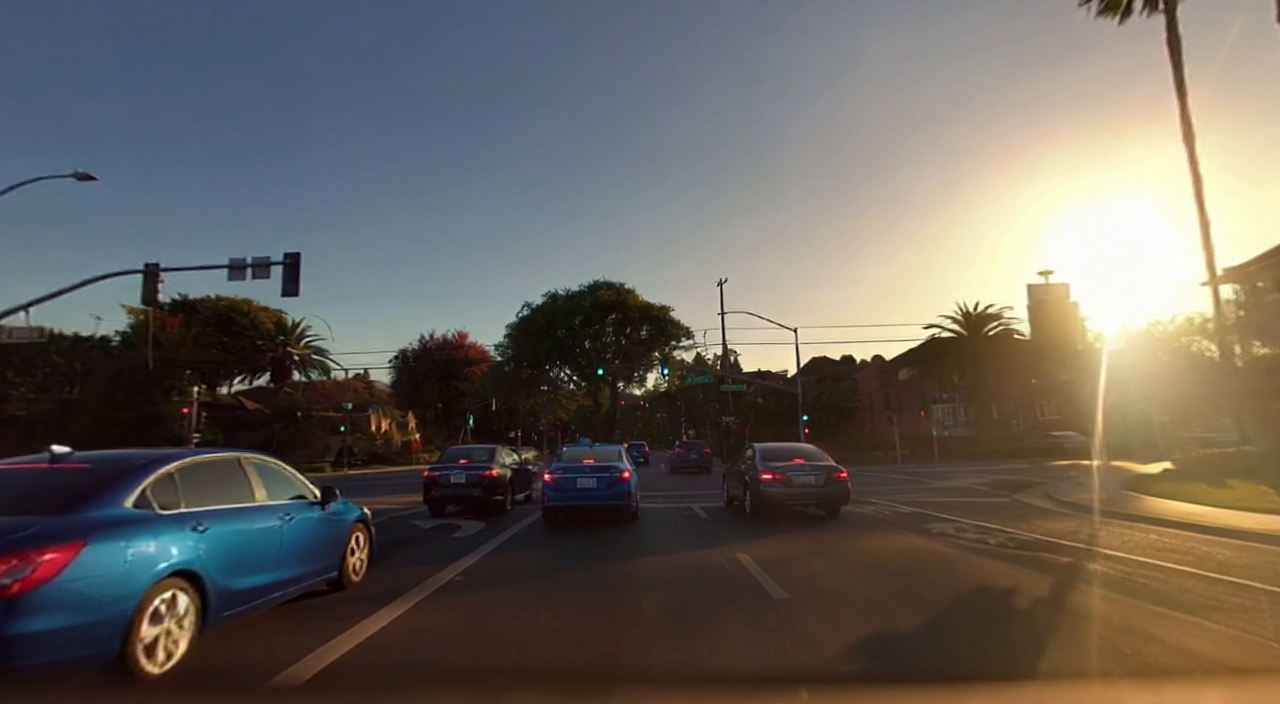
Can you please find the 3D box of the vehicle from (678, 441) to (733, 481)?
[{"bbox_3d":[2.858,4.839,28.395,1.956,1.615,4.205,0,-8,-1],"label":"vehicle"}]

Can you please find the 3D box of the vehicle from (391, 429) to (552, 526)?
[{"bbox_3d":[-3.339,2.586,13.601,2.024,1.701,4.572,-1,-8,2],"label":"vehicle"}]

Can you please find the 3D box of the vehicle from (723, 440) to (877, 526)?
[{"bbox_3d":[3.059,2.586,13.136,2.014,1.464,4.312,0,-8,-1],"label":"vehicle"}]

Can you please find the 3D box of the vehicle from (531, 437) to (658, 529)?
[{"bbox_3d":[-0.738,2.478,12.501,2.104,1.500,3.815,0,-8,1],"label":"vehicle"}]

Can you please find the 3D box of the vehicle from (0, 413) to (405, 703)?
[{"bbox_3d":[-3.669,1.319,4.747,2.058,1.474,4.473,0,-8,0],"label":"vehicle"}]
